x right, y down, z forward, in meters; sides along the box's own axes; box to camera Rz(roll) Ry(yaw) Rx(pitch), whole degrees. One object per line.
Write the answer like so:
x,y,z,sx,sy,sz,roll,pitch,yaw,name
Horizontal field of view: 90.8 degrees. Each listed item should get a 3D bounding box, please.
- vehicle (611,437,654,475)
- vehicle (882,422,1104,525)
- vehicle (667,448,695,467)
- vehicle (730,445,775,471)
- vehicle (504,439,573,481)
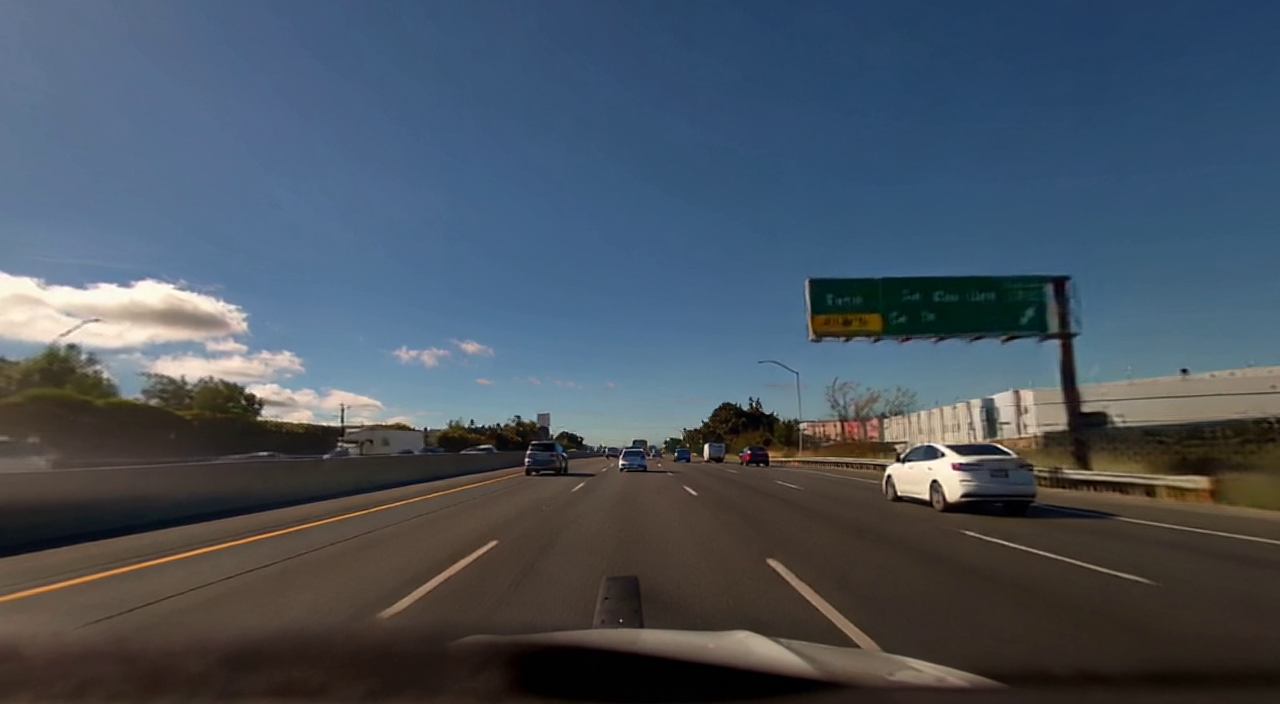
-0.340,5.230,31.999,2.002,1.759,4.658,0,-9,0,vehicle
6.626,2.311,12.536,1.944,1.666,4.184,0,-9,0,vehicle
3.032,7.938,47.550,1.816,1.353,3.809,0,-9,-1,vehicle
6.768,6.398,38.376,1.879,1.428,4.402,0,-9,-1,vehicle
-4.226,4.610,27.202,2.126,1.631,4.643,0,-9,1,vehicle
